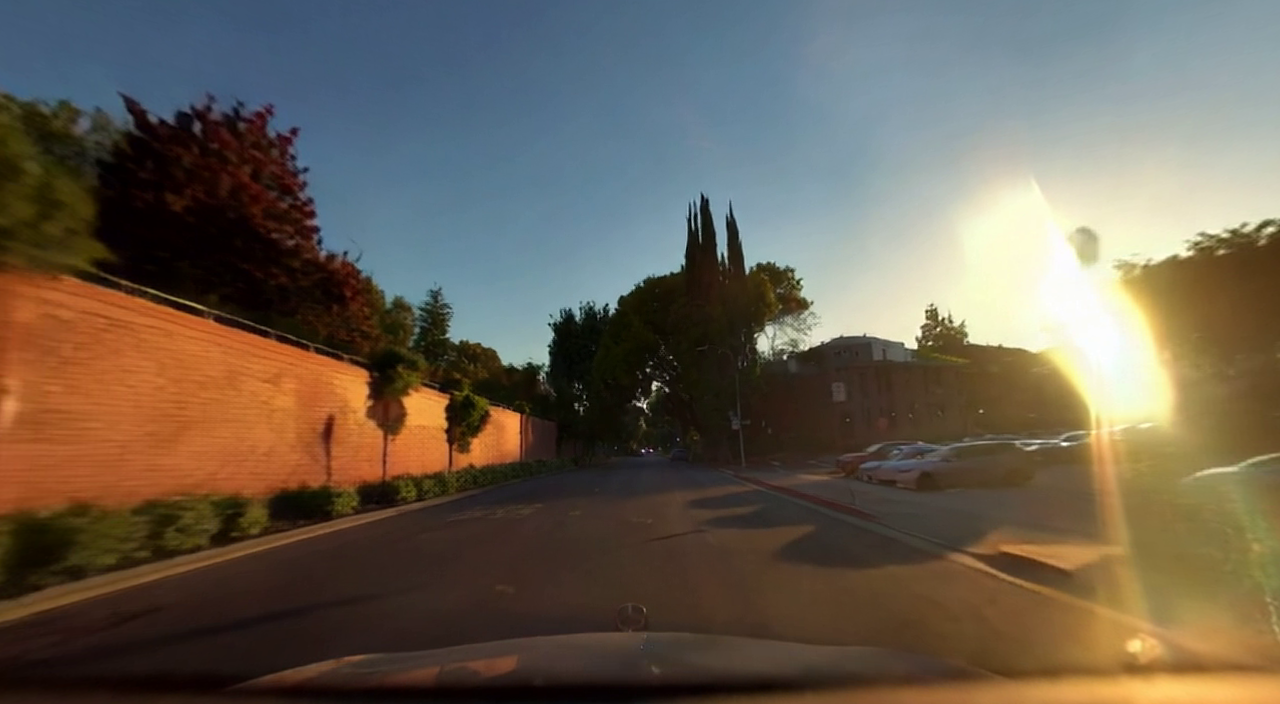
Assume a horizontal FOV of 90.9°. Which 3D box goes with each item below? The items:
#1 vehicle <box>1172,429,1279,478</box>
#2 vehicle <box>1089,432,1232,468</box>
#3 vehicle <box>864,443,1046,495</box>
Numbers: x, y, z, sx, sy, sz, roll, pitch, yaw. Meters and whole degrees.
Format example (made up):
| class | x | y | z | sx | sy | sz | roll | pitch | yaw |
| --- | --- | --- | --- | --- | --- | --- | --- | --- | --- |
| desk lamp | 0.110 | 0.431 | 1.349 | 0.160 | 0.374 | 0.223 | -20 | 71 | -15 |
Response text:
| class | x | y | z | sx | sy | sz | roll | pitch | yaw |
| --- | --- | --- | --- | --- | --- | --- | --- | --- | --- |
| vehicle | 23.090 | 3.716 | 23.389 | 4.740 | 1.536 | 2.084 | -3 | -9 | -1 |
| vehicle | 23.744 | 4.505 | 28.860 | 4.873 | 1.501 | 1.950 | 1 | -9 | -3 |
| vehicle | 9.352 | 3.494 | 19.027 | 4.309 | 1.442 | 2.145 | 0 | -9 | -1 |
